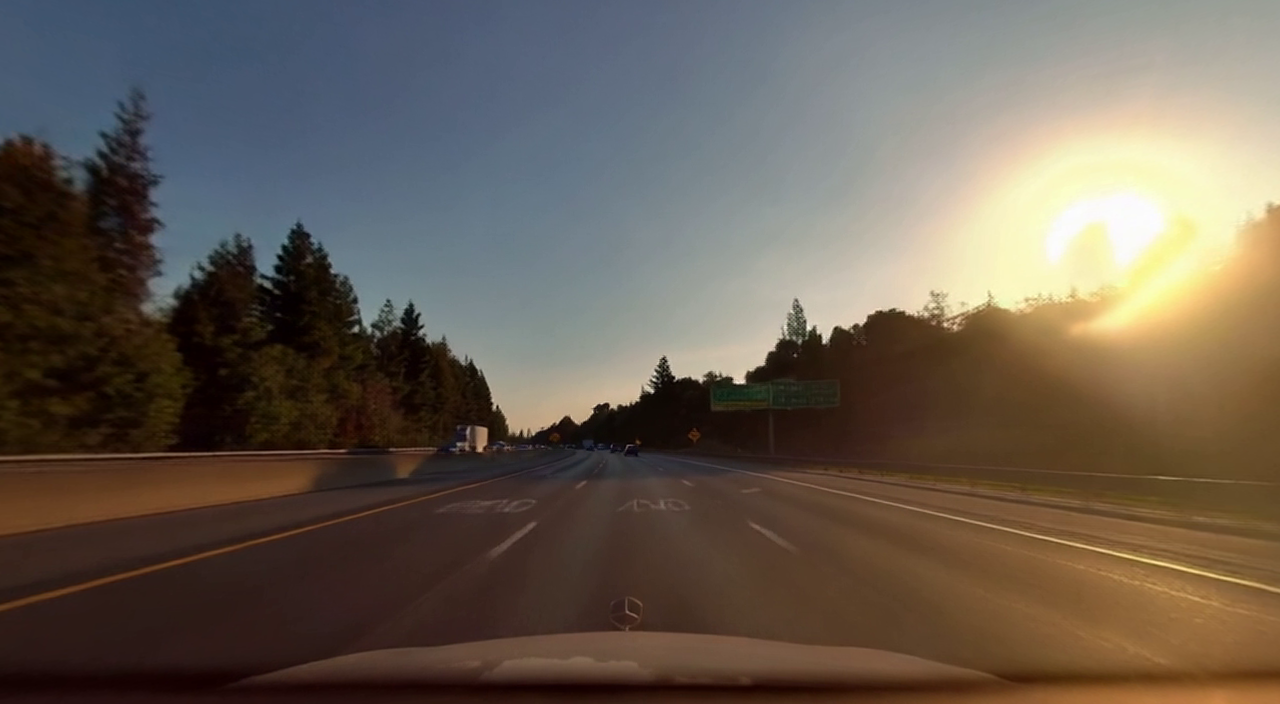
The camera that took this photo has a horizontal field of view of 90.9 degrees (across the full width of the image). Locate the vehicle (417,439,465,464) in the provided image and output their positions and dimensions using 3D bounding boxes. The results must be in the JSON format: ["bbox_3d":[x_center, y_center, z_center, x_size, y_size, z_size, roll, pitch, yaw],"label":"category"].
[{"bbox_3d":[-13.144,6.597,41.856,1.872,1.567,4.324,0,-9,-2],"label":"vehicle"}]
